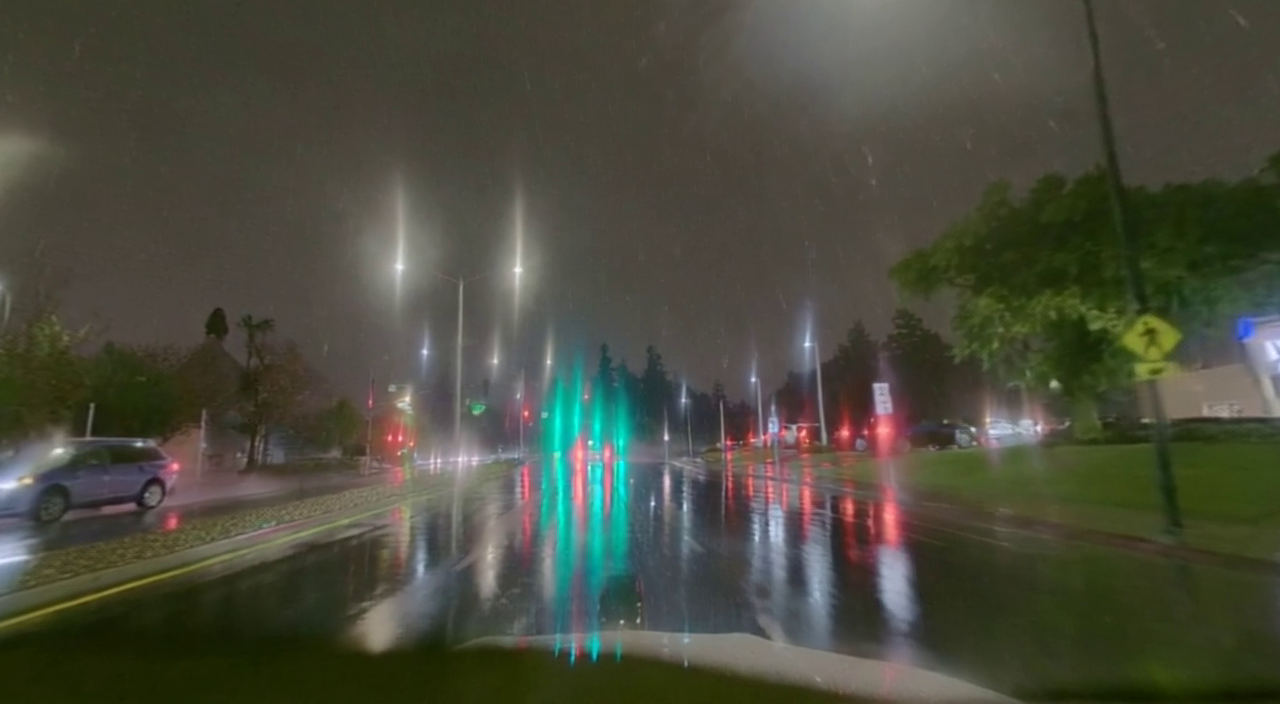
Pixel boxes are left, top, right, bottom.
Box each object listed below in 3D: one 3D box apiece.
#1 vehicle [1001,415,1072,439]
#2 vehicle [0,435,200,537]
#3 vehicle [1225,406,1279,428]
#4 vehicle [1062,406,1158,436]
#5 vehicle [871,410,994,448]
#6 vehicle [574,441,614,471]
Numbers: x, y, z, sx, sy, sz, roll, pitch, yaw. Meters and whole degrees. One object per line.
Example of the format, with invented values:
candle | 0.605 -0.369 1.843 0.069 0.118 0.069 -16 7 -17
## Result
vehicle | 28.212 5.401 45.125 1.900 1.570 4.438 1 -9 -4
vehicle | -12.171 2.703 13.485 2.275 1.752 4.858 1 -9 -4
vehicle | 44.683 4.648 44.935 1.784 1.481 4.199 1 -8 -7
vehicle | 28.677 4.298 38.745 2.175 1.626 4.598 1 -9 -3
vehicle | 14.009 3.758 30.447 4.851 1.737 2.189 1 -9 -7
vehicle | -2.794 6.135 37.473 2.197 1.642 4.312 1 -9 -7
